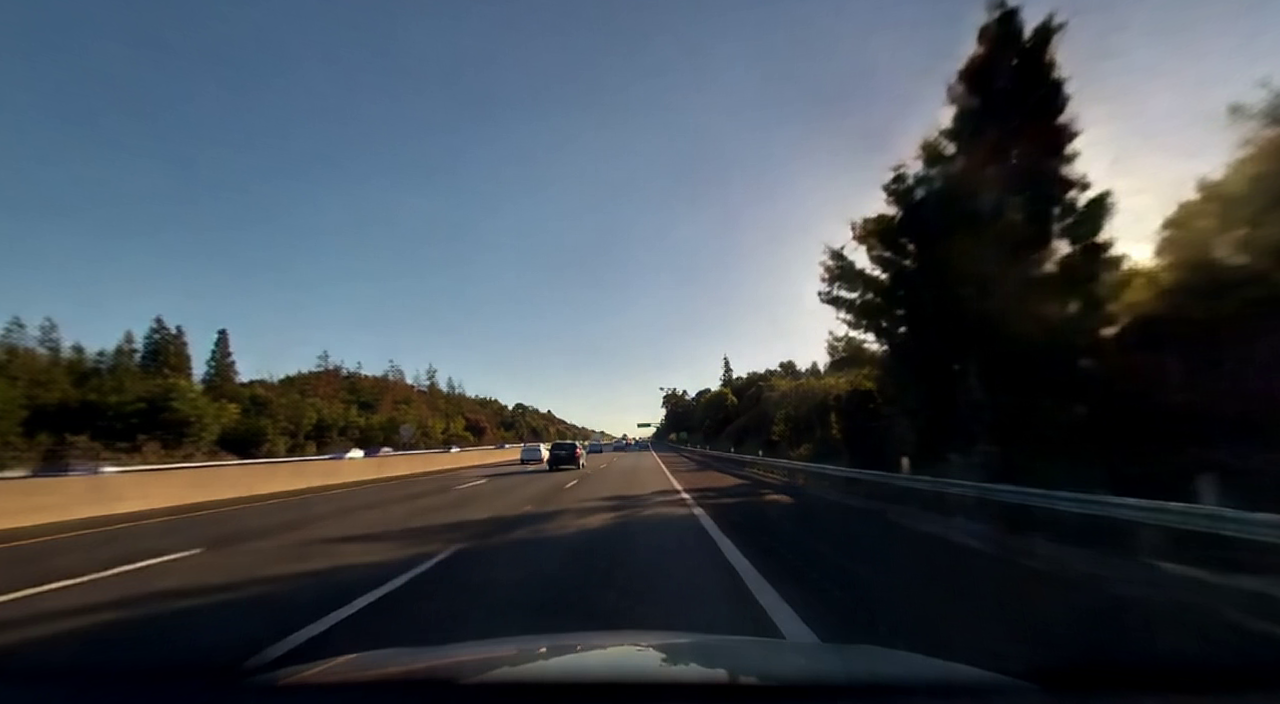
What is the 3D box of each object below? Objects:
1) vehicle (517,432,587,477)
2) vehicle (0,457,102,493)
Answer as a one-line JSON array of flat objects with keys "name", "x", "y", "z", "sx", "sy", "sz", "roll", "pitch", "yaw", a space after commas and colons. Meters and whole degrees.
[{"name": "vehicle", "x": -3.715, "y": 4.461, "z": 27.633, "sx": 2.283, "sy": 1.802, "sz": 4.810, "roll": 0, "pitch": -8, "yaw": 1}, {"name": "vehicle", "x": -29.258, "y": 5.897, "z": 30.576, "sx": 1.865, "sy": 1.479, "sz": 5.028, "roll": 0, "pitch": -8, "yaw": 1}]
